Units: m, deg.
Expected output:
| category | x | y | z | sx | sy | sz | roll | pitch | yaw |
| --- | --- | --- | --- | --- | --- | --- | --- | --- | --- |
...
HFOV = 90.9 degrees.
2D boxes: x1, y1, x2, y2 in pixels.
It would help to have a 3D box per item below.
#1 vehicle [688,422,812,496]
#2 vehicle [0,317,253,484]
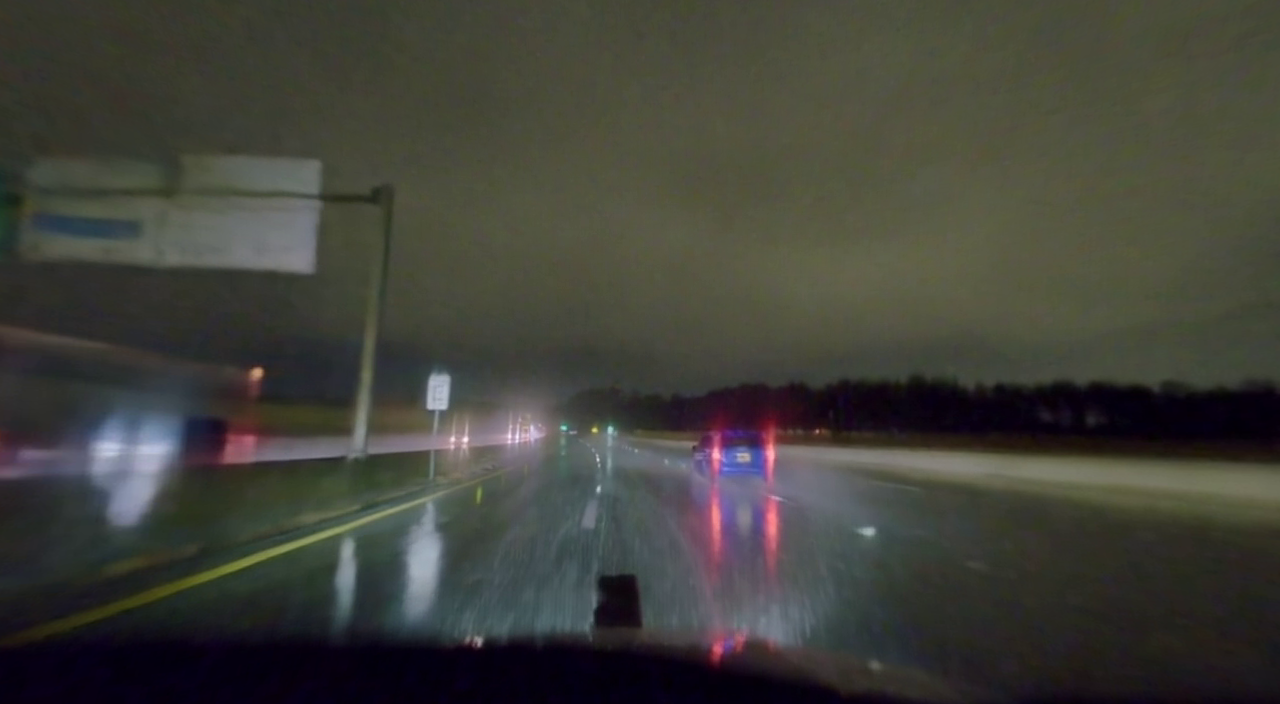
| category | x | y | z | sx | sy | sz | roll | pitch | yaw |
| --- | --- | --- | --- | --- | --- | --- | --- | --- | --- |
| vehicle | 2.578 | 2.637 | 15.989 | 1.997 | 1.589 | 4.179 | 0 | -8 | -6 |
| vehicle | -14.954 | 1.484 | 16.504 | 2.715 | 3.451 | 12.236 | 0 | -8 | -4 |
